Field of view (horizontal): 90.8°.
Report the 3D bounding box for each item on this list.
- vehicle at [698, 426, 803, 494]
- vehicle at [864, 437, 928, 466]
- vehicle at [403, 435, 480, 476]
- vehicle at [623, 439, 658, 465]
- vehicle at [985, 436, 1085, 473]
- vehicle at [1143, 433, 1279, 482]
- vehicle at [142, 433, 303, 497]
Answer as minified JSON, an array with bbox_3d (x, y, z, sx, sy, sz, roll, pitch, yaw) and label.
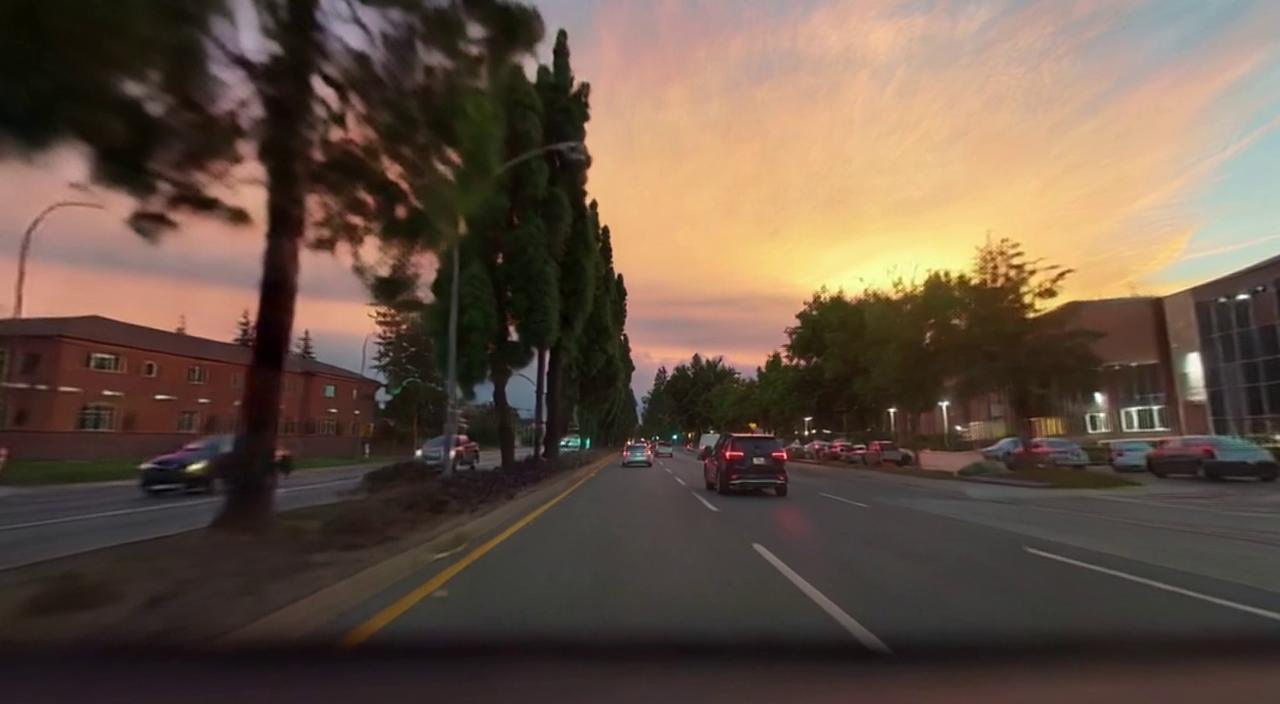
[{"bbox_3d":[3.173,3.248,19.341,2.235,1.806,4.818,0,-9,-2],"label":"vehicle"},{"bbox_3d":[15.880,6.195,39.482,1.812,1.687,4.579,1,-9,-4],"label":"vehicle"},{"bbox_3d":[-9.193,4.823,29.697,2.093,1.728,4.735,0,-9,0],"label":"vehicle"},{"bbox_3d":[0.000,6.358,40.431,2.145,1.572,4.021,0,-9,-1],"label":"vehicle"},{"bbox_3d":[19.248,4.990,31.034,1.936,1.659,4.365,0,-9,-3],"label":"vehicle"},{"bbox_3d":[20.631,3.670,22.097,4.475,1.592,1.841,0,-9,-1],"label":"vehicle"},{"bbox_3d":[-12.658,3.434,19.600,1.937,1.737,4.398,0,-9,0],"label":"vehicle"}]
